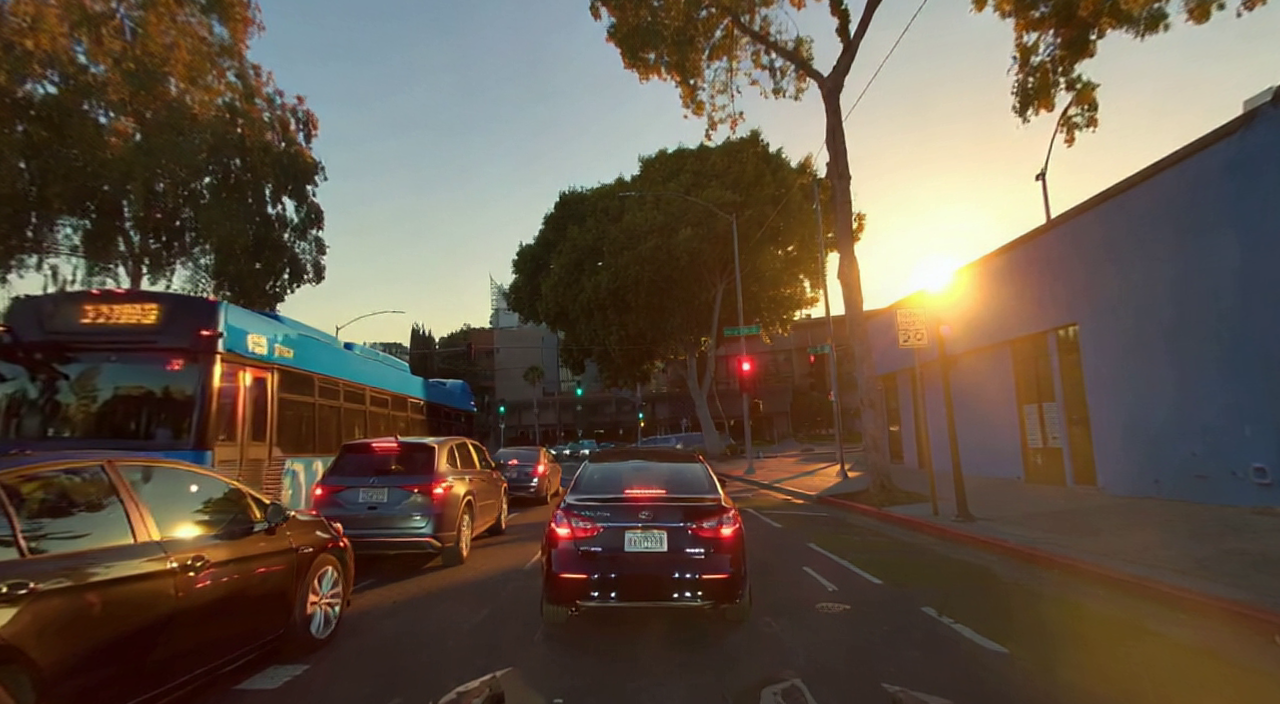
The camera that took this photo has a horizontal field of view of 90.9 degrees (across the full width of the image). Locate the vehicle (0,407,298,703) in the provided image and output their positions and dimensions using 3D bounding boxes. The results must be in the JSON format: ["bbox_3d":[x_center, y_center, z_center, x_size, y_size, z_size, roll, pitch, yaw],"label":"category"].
[{"bbox_3d":[-3.170,0.873,1.713,1.867,1.486,4.452,0,-8,2],"label":"vehicle"}]

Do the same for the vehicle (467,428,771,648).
[{"bbox_3d":[-0.134,1.527,6.175,2.031,1.461,3.763,0,-8,0],"label":"vehicle"}]

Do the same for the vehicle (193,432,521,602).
[{"bbox_3d":[-2.924,1.784,7.827,1.944,1.481,4.385,0,-8,1],"label":"vehicle"}]
